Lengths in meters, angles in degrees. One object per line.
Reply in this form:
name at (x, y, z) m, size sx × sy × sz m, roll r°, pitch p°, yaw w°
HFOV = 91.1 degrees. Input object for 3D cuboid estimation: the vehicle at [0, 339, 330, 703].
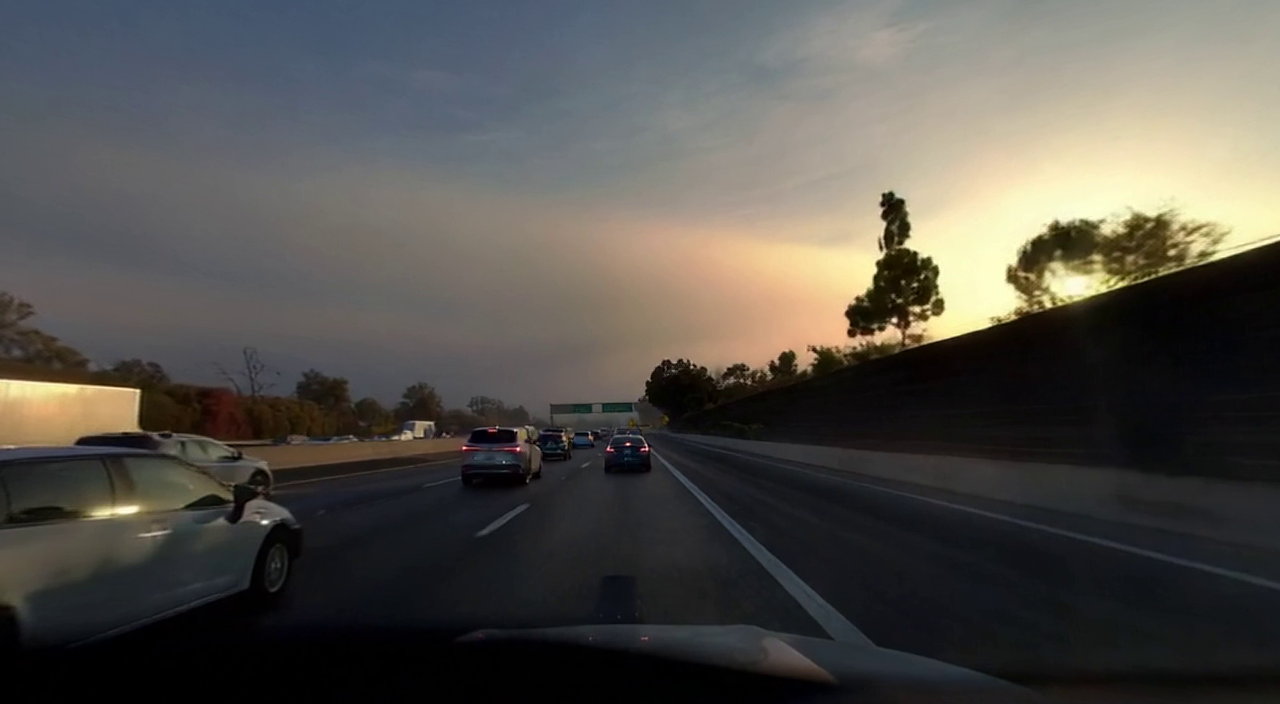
vehicle at (-3.824, 0.900, 3.408) m, size 2.107 × 1.703 × 4.274 m, roll 0°, pitch -8°, yaw 0°

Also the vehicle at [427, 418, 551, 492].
vehicle at (-3.854, 2.712, 16.996) m, size 2.154 × 1.690 × 4.595 m, roll 0°, pitch -8°, yaw 1°

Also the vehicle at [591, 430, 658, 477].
vehicle at (-0.501, 3.404, 21.438) m, size 2.070 × 1.452 × 3.834 m, roll 0°, pitch -8°, yaw -1°

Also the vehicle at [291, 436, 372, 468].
vehicle at (-15.343, 4.954, 31.580) m, size 1.892 × 1.467 × 4.376 m, roll 0°, pitch -8°, yaw -1°
